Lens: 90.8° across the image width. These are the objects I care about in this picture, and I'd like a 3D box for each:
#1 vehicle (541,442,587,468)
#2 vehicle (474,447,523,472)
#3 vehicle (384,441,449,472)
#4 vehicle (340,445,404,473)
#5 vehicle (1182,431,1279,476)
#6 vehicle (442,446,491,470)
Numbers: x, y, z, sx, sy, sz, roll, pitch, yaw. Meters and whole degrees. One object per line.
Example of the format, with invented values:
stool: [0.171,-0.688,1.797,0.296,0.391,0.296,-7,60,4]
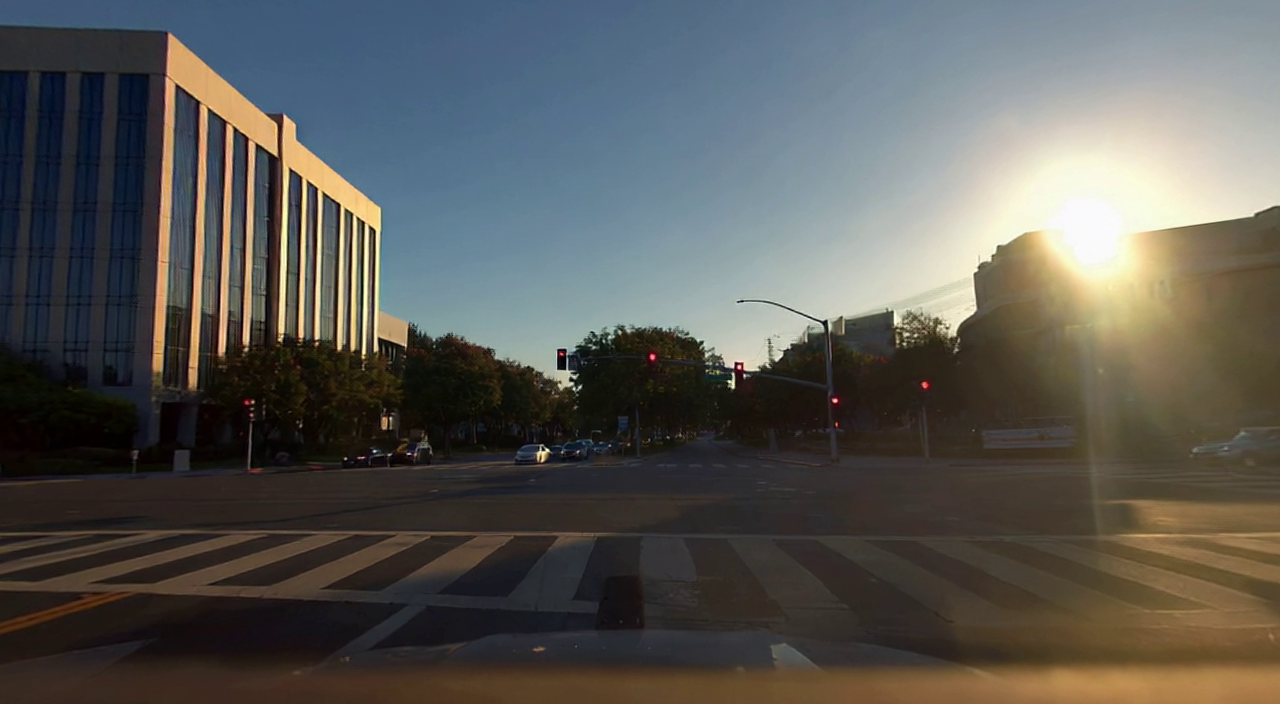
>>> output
vehicle: [-4.596,6.295,38.754,2.109,1.461,4.637,-1,-9,2]
vehicle: [-8.028,6.131,36.195,1.910,1.288,4.093,0,-9,0]
vehicle: [-15.156,7.124,43.249,2.340,1.946,5.450,-1,-9,1]
vehicle: [-18.568,7.411,44.076,2.237,1.842,5.116,0,-9,0]
vehicle: [22.313,3.572,22.367,4.474,1.477,1.908,0,-9,-3]
vehicle: [-11.683,7.147,42.770,2.003,1.476,4.297,-1,-9,1]
